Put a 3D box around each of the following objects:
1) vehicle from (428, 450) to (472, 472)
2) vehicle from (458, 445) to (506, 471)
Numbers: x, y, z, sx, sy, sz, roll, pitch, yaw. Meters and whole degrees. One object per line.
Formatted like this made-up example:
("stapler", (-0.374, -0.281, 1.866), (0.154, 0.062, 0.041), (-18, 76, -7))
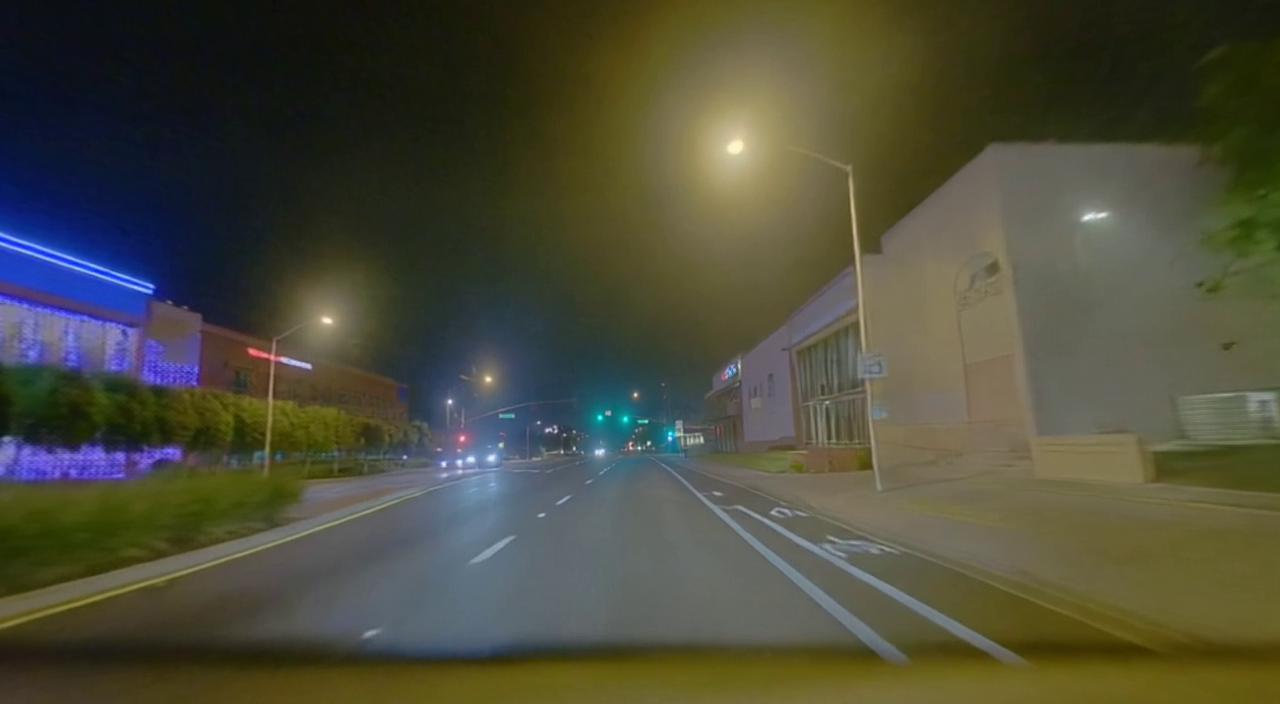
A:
("vehicle", (-14.207, 8.163, 47.412), (2.026, 1.521, 4.045), (0, -9, 1))
("vehicle", (-10.350, 6.955, 41.653), (2.026, 1.577, 4.334), (-2, -9, 0))
